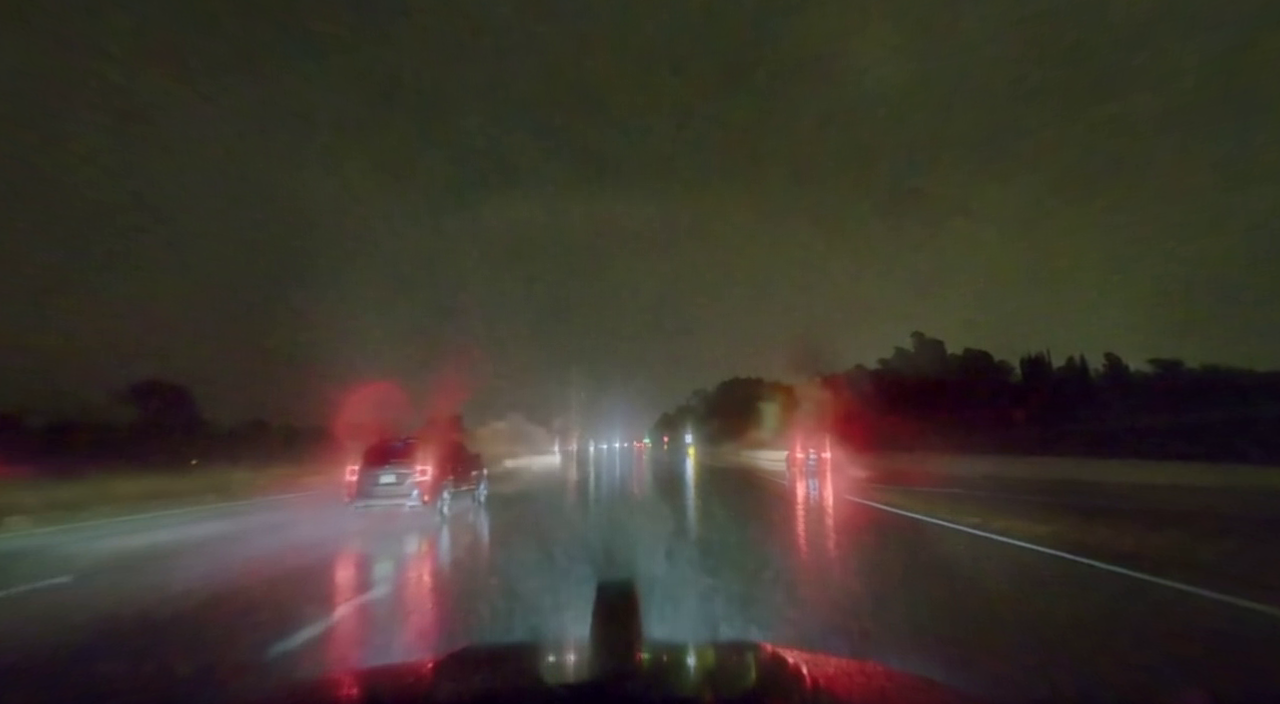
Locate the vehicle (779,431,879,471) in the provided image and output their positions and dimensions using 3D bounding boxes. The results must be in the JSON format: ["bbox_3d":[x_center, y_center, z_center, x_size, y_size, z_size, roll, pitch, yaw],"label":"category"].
[{"bbox_3d":[8.460,4.485,28.775,2.136,1.641,4.964,1,-8,-13],"label":"vehicle"}]

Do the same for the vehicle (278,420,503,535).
[{"bbox_3d":[-4.246,2.208,11.888,2.200,1.662,5.091,-1,-8,0],"label":"vehicle"}]
